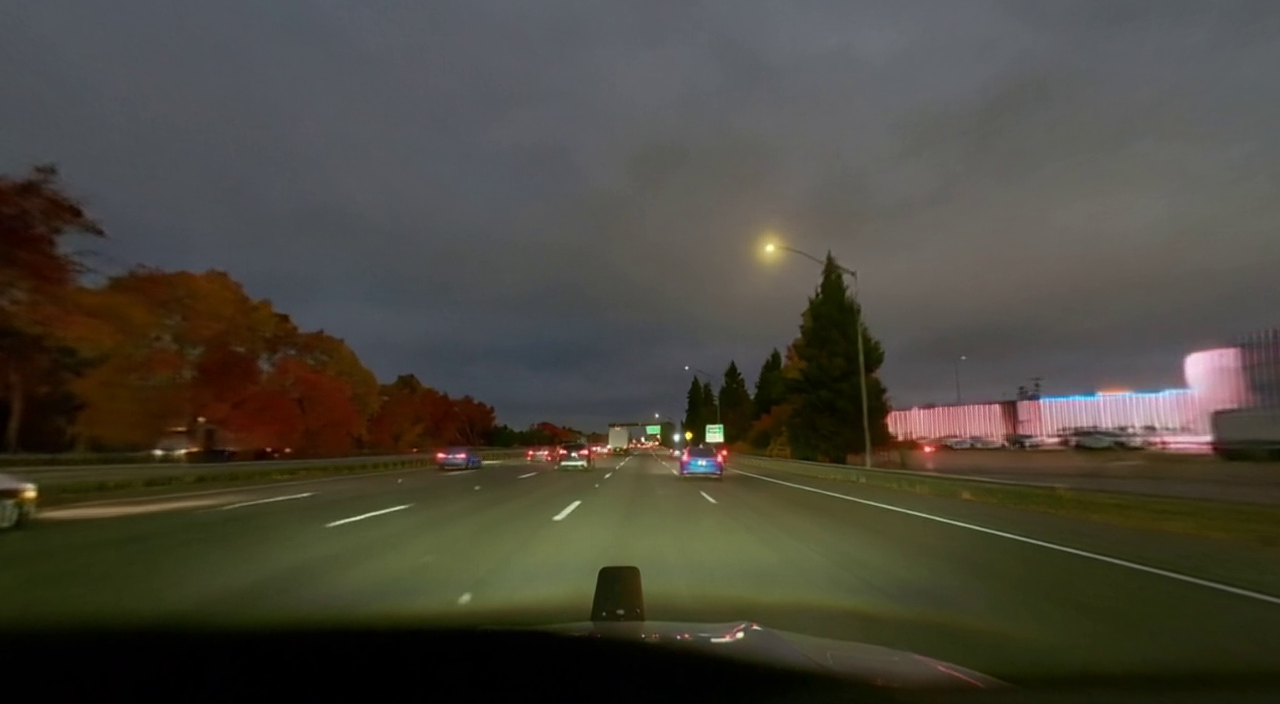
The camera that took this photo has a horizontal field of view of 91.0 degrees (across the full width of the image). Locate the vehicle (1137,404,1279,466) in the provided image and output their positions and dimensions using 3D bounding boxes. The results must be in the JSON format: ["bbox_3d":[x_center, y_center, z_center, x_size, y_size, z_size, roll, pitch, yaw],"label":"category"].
[{"bbox_3d":[19.217,2.647,20.436,4.404,1.763,1.928,-3,-7,-1],"label":"vehicle"}]

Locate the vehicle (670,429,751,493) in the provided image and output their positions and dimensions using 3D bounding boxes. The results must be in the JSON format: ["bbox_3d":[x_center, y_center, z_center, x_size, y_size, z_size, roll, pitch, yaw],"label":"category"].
[{"bbox_3d":[2.052,3.345,19.661,2.101,1.742,4.495,0,-9,1],"label":"vehicle"}]

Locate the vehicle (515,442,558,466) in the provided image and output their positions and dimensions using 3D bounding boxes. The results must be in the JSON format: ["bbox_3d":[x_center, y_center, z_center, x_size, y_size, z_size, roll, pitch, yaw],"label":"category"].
[{"bbox_3d":[-6.986,6.954,43.098,2.057,1.496,4.661,0,-9,1],"label":"vehicle"}]

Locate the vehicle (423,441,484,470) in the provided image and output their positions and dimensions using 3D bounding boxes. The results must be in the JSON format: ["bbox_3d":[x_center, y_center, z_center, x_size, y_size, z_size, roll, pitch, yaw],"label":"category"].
[{"bbox_3d":[-10.702,5.962,36.484,2.006,1.509,4.634,0,-9,1],"label":"vehicle"}]

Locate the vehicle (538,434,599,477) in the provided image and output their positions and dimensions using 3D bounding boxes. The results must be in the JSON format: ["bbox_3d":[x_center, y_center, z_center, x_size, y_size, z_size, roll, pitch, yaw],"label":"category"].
[{"bbox_3d":[-3.058,4.572,28.026,2.111,1.742,4.315,0,-9,1],"label":"vehicle"}]

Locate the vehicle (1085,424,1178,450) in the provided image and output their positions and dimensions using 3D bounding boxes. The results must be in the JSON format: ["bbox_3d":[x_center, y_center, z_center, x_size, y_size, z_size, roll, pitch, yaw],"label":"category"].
[{"bbox_3d":[30.655,5.344,39.367,4.084,1.551,1.971,0,-9,0],"label":"vehicle"}]
